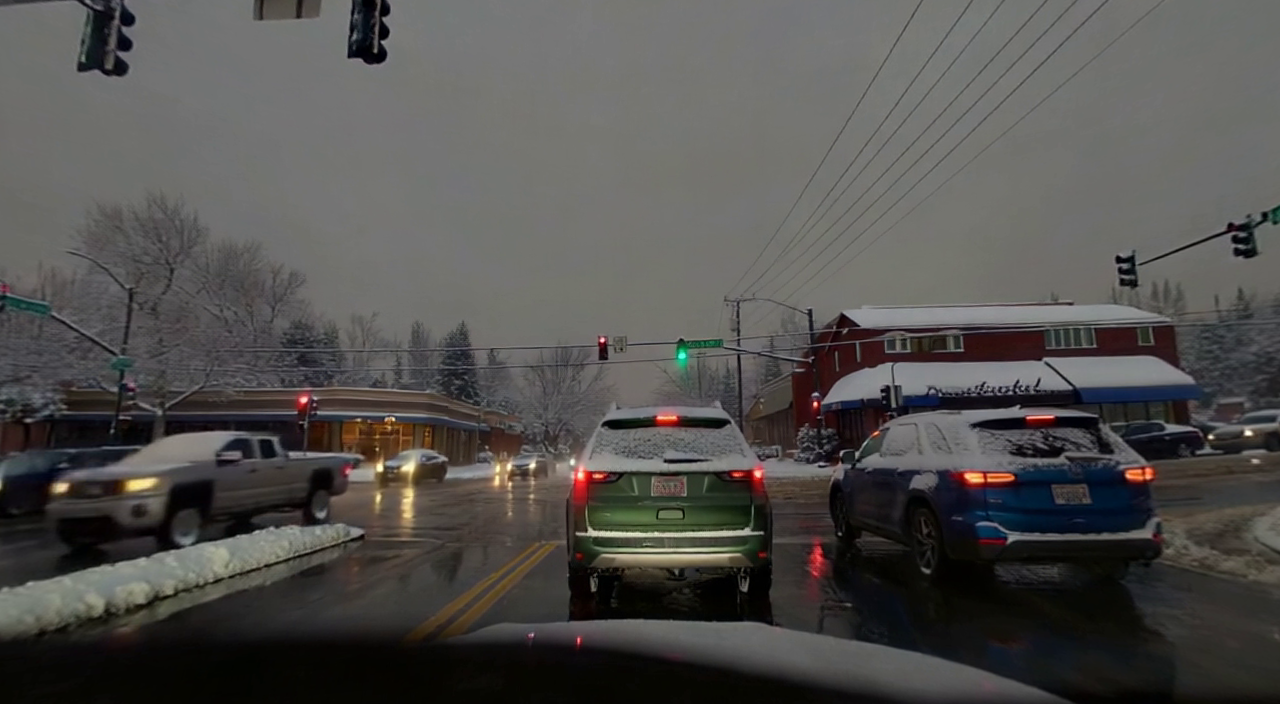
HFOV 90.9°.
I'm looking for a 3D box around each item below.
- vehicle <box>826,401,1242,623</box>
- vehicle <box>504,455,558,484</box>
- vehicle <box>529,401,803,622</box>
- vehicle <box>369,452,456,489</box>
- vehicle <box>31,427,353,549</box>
[{"bbox_3d":[3.606,1.519,6.953,1.976,1.664,4.189,-1,-8,2],"label":"vehicle"},{"bbox_3d":[-6.110,6.618,35.876,1.924,1.453,4.343,-1,-8,5],"label":"vehicle"},{"bbox_3d":[0.252,1.506,6.822,2.098,1.682,3.778,0,-8,2],"label":"vehicle"},{"bbox_3d":[-10.456,5.454,29.428,1.958,1.493,4.795,-1,-8,5],"label":"vehicle"},{"bbox_3d":[-7.772,2.383,11.863,2.176,1.766,5.042,-1,-8,3],"label":"vehicle"}]
